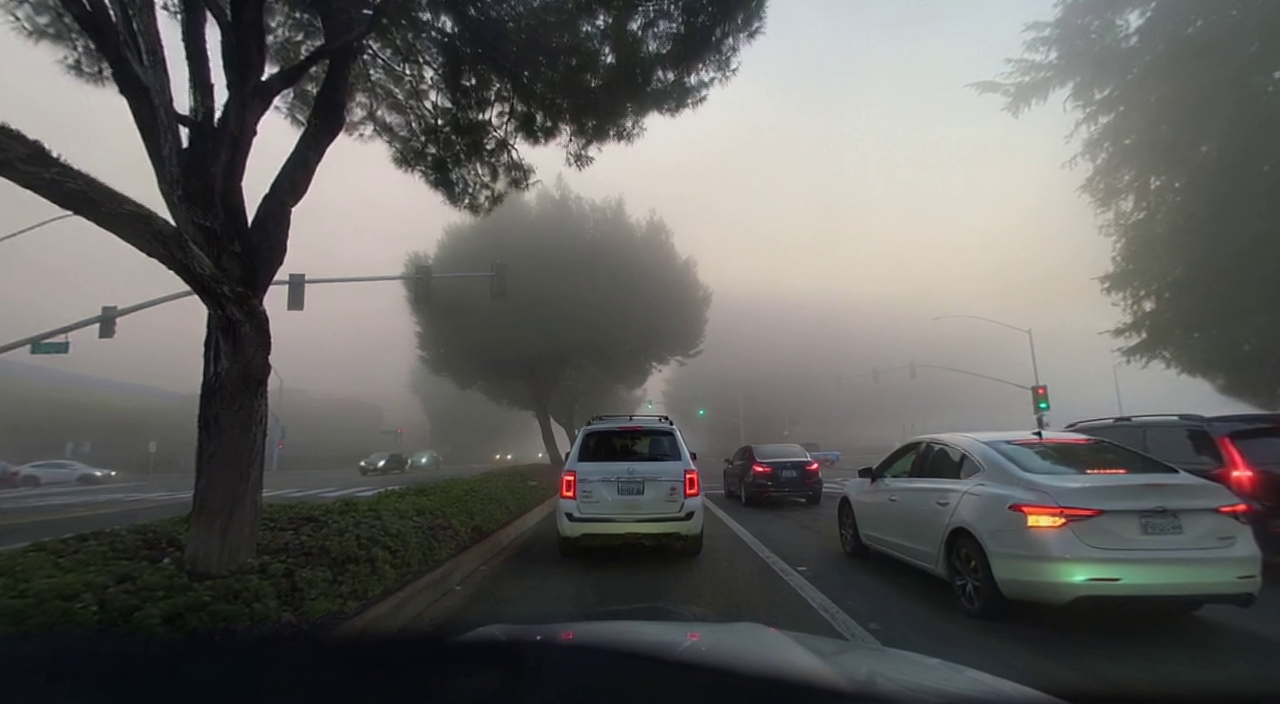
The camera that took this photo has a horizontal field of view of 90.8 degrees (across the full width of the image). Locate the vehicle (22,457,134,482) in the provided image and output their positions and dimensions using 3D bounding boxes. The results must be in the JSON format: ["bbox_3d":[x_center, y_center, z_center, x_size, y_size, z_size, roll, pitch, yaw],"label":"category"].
[{"bbox_3d":[-35.102,7.364,39.605,4.845,1.442,1.880,2,-9,-13],"label":"vehicle"}]

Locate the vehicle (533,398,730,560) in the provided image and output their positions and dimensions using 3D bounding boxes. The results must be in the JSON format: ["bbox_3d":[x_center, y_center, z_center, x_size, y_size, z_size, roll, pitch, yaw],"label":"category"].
[{"bbox_3d":[-0.153,1.769,9.428,2.236,1.827,4.316,0,-9,-2],"label":"vehicle"}]

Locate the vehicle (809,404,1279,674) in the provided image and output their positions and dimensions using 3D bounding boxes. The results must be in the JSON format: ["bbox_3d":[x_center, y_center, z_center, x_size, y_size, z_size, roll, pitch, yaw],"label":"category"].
[{"bbox_3d":[3.374,1.450,6.151,2.034,1.558,4.774,0,-9,-1],"label":"vehicle"}]

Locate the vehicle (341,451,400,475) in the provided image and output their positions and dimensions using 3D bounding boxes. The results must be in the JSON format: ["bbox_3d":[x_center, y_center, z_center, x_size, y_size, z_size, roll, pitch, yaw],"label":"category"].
[{"bbox_3d":[-17.483,7.199,41.204,1.836,1.468,4.449,0,-9,0],"label":"vehicle"}]

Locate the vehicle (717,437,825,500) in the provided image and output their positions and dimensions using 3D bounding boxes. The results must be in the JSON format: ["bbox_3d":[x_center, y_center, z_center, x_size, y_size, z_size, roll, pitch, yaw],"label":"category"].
[{"bbox_3d":[3.505,3.195,17.742,2.004,1.523,4.263,0,-9,-2],"label":"vehicle"}]
